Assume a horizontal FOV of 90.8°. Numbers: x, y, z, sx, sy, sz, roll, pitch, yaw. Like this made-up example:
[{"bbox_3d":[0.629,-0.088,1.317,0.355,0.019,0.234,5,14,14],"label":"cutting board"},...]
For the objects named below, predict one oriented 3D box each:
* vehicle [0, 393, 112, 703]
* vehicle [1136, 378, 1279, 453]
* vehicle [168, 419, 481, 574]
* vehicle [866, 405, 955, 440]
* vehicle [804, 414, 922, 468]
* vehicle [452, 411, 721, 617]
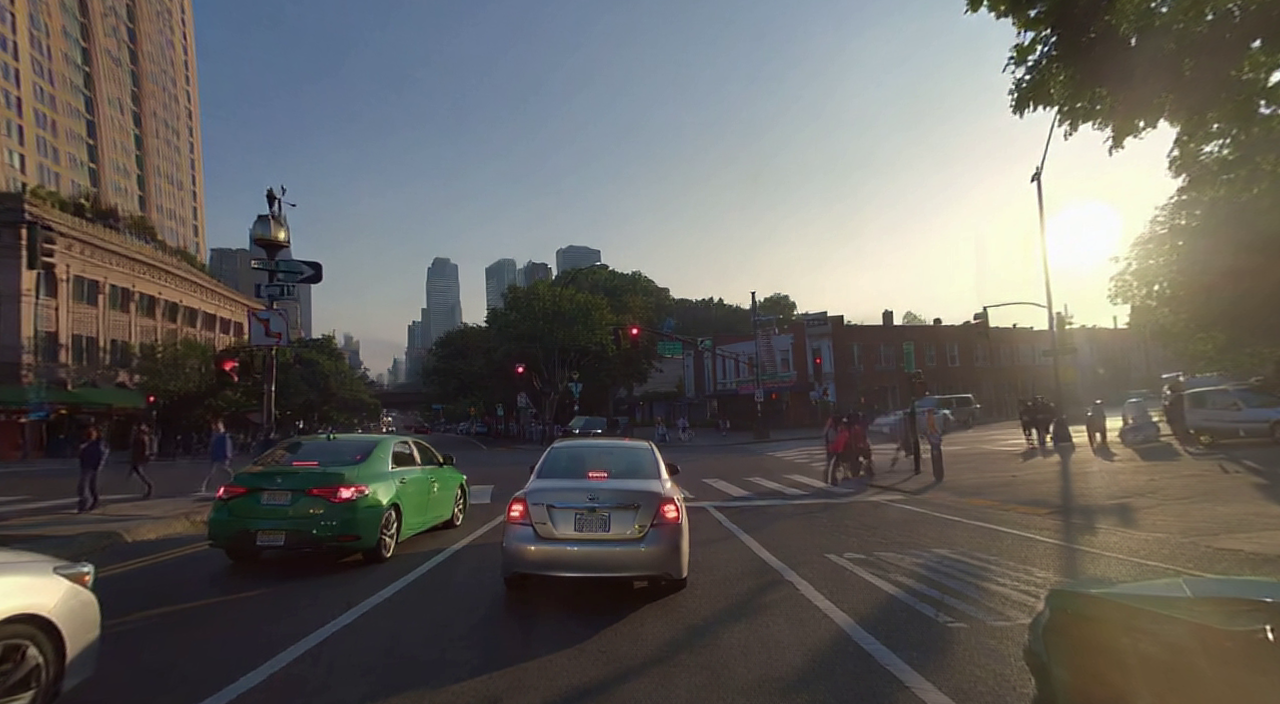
[{"bbox_3d":[-3.911,0.709,1.186,1.995,1.524,4.438,0,-8,0],"label":"vehicle"},{"bbox_3d":[21.646,2.354,22.873,5.863,2.493,2.354,2,-9,-12],"label":"vehicle"},{"bbox_3d":[-3.684,1.752,8.469,1.934,1.522,4.287,0,-8,0],"label":"vehicle"},{"bbox_3d":[14.943,3.933,34.892,4.657,1.769,1.979,4,-10,-28],"label":"vehicle"},{"bbox_3d":[7.783,3.094,21.854,4.392,1.667,1.958,8,-11,-43],"label":"vehicle"},{"bbox_3d":[-0.412,1.497,6.727,1.999,1.520,3.896,0,-8,0],"label":"vehicle"}]
